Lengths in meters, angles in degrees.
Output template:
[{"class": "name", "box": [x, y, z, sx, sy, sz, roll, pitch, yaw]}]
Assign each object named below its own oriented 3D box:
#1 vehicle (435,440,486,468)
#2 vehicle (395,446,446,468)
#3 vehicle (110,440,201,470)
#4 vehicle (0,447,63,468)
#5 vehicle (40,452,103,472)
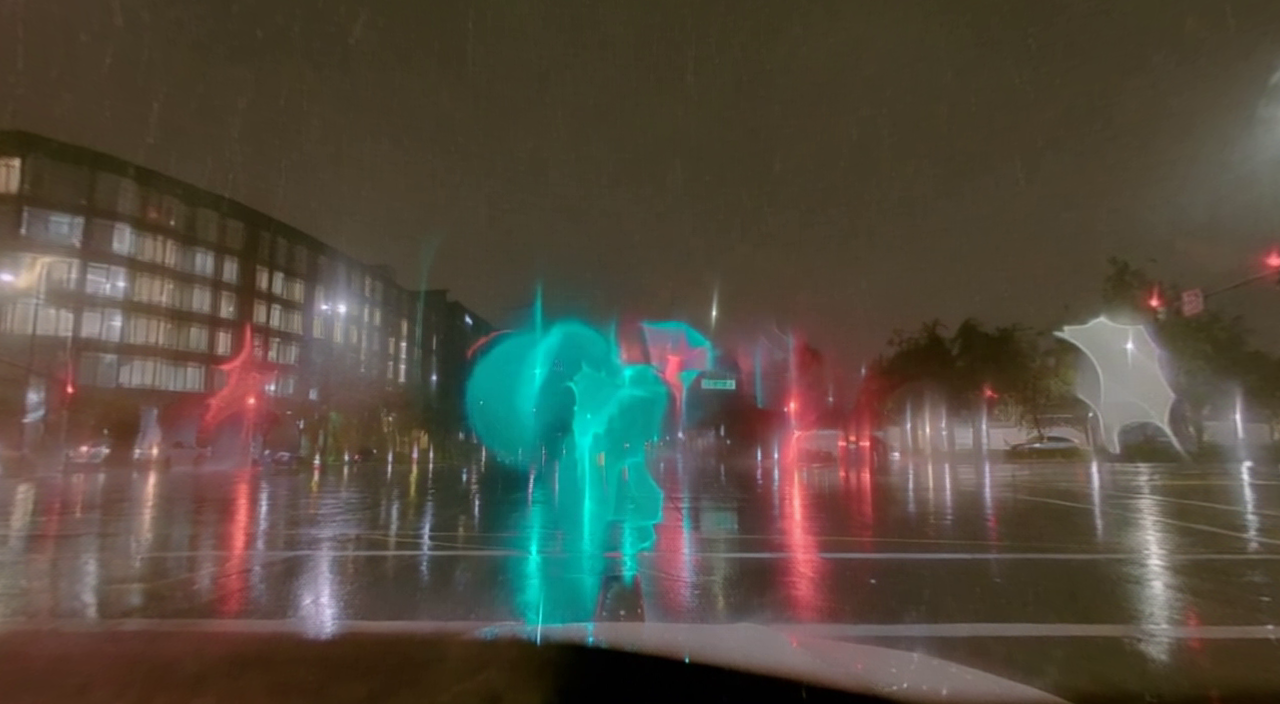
[{"class": "vehicle", "box": [-11.957, 6.785, 42.329, 2.080, 1.763, 4.341, 0, -8, 0]}, {"class": "vehicle", "box": [-15.504, 7.442, 44.794, 2.056, 1.450, 4.343, 0, -8, 0]}, {"class": "vehicle", "box": [-34.905, 7.415, 45.746, 2.204, 1.955, 5.518, 0, -8, 0]}, {"class": "vehicle", "box": [-45.263, 7.757, 46.597, 1.858, 1.467, 3.624, 0, -8, 0]}, {"class": "vehicle", "box": [-41.579, 8.027, 46.285, 1.552, 1.339, 3.340, -2, -9, -1]}]
